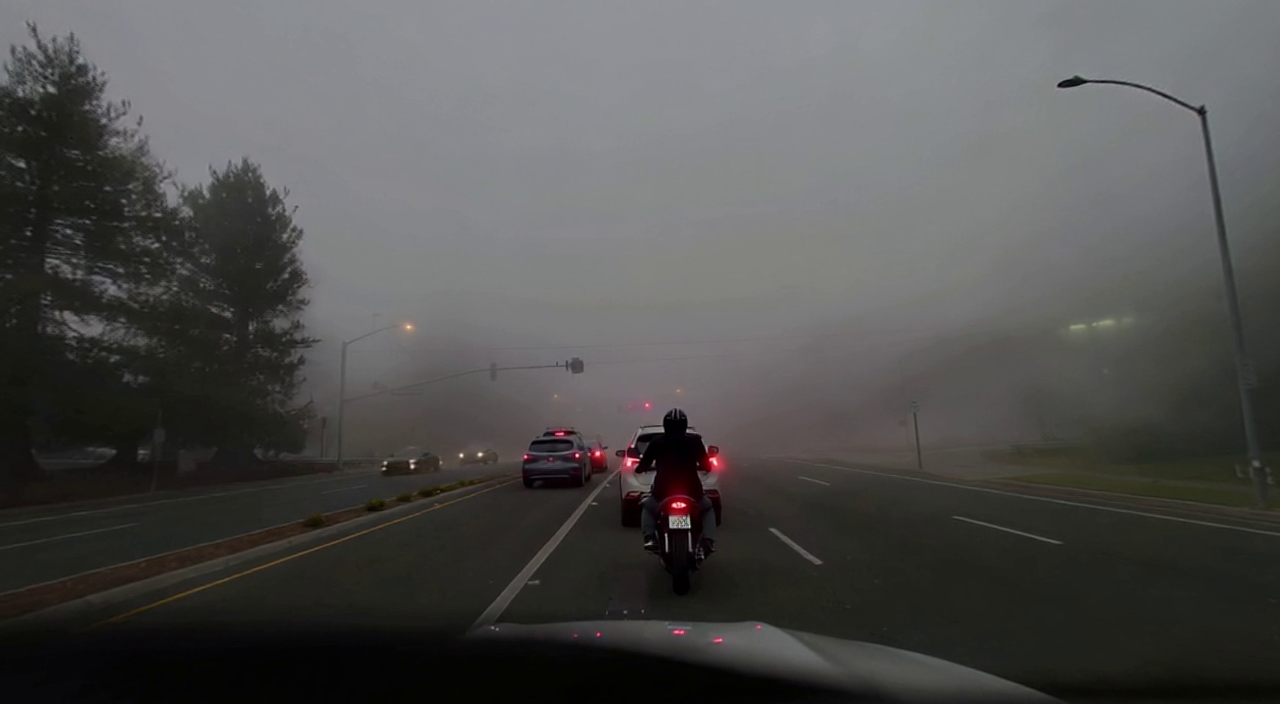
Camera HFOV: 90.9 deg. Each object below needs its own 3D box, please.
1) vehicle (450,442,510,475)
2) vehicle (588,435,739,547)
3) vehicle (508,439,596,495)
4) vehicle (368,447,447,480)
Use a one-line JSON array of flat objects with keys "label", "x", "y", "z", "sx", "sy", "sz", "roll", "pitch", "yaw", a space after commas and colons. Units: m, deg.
[{"label": "vehicle", "x": -7.709, "y": 5.127, "z": 30.707, "sx": 1.735, "sy": 1.480, "sz": 4.137, "roll": -1, "pitch": -8, "yaw": 2}, {"label": "vehicle", "x": 0.334, "y": 2.183, "z": 10.731, "sx": 2.009, "sy": 1.450, "sz": 4.608, "roll": -1, "pitch": -8, "yaw": 1}, {"label": "vehicle", "x": -2.521, "y": 3.405, "z": 19.119, "sx": 1.979, "sy": 1.499, "sz": 3.840, "roll": -1, "pitch": -8, "yaw": 2}, {"label": "vehicle", "x": -11.171, "y": 5.354, "z": 30.670, "sx": 1.936, "sy": 1.425, "sz": 4.630, "roll": -1, "pitch": -8, "yaw": 2}]
